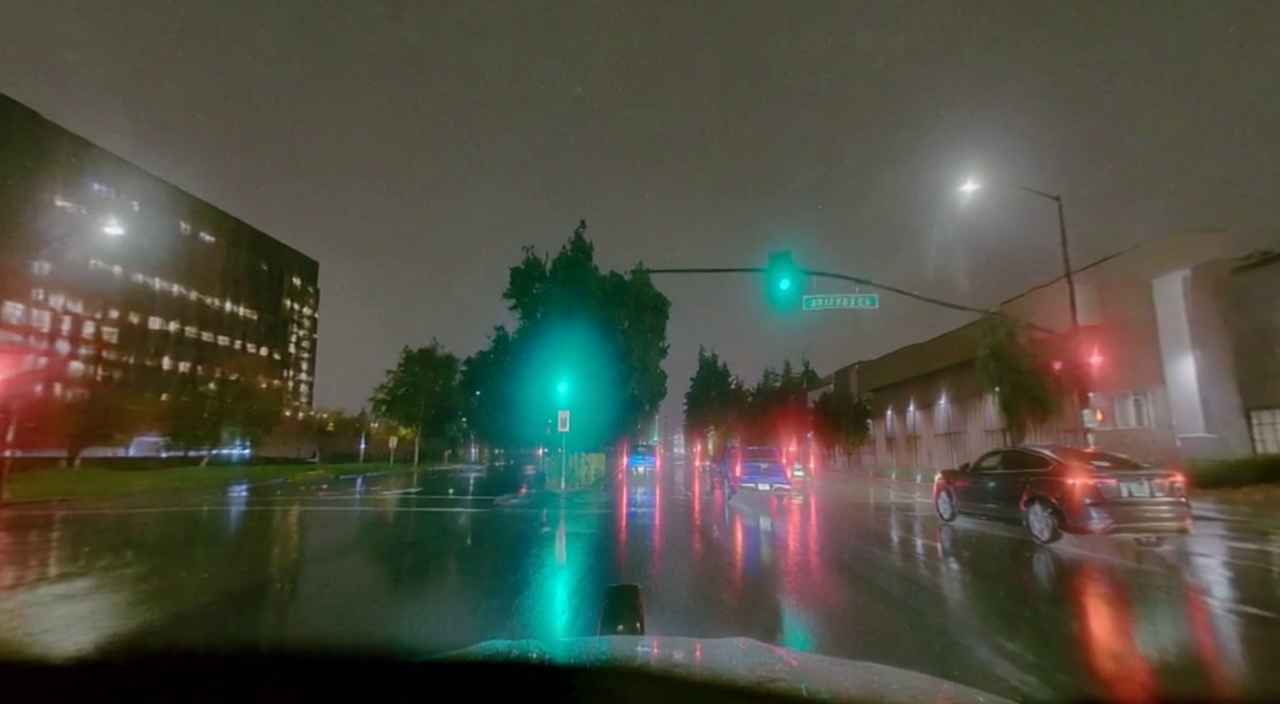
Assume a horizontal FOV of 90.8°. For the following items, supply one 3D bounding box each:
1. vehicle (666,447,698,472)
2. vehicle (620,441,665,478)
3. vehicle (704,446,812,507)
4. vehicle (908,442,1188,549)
[{"bbox_3d":[3.117,8.097,47.931,2.013,1.742,4.424,0,-8,-2],"label":"vehicle"},{"bbox_3d":[0.113,5.903,34.945,2.344,1.883,4.572,0,-8,0],"label":"vehicle"},{"bbox_3d":[3.123,3.377,17.669,2.057,1.463,4.365,0,-8,-2],"label":"vehicle"},{"bbox_3d":[6.684,2.349,11.163,1.855,1.469,4.598,0,-8,0],"label":"vehicle"}]
